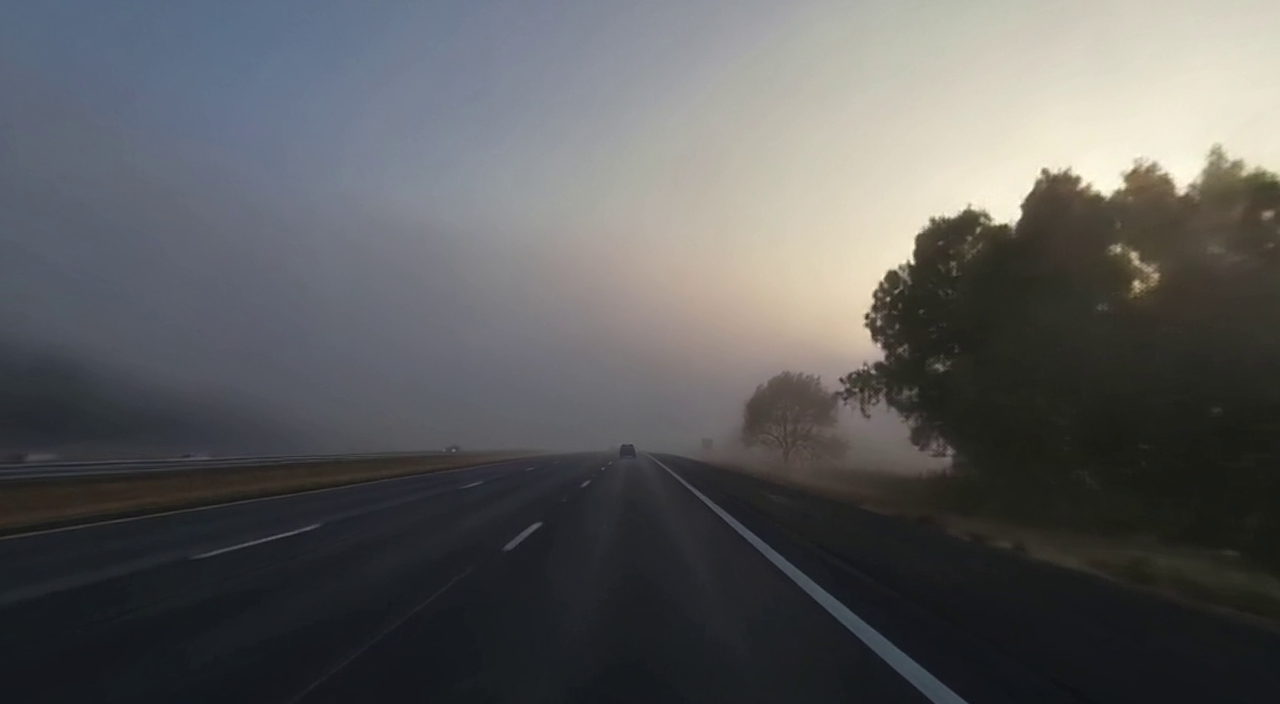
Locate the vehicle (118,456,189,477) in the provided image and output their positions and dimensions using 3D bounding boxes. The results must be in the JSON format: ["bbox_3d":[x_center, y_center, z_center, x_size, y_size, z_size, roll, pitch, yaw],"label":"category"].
[{"bbox_3d":[-36.417,8.571,47.427,1.875,1.450,4.303,0,-8,-1],"label":"vehicle"}]
